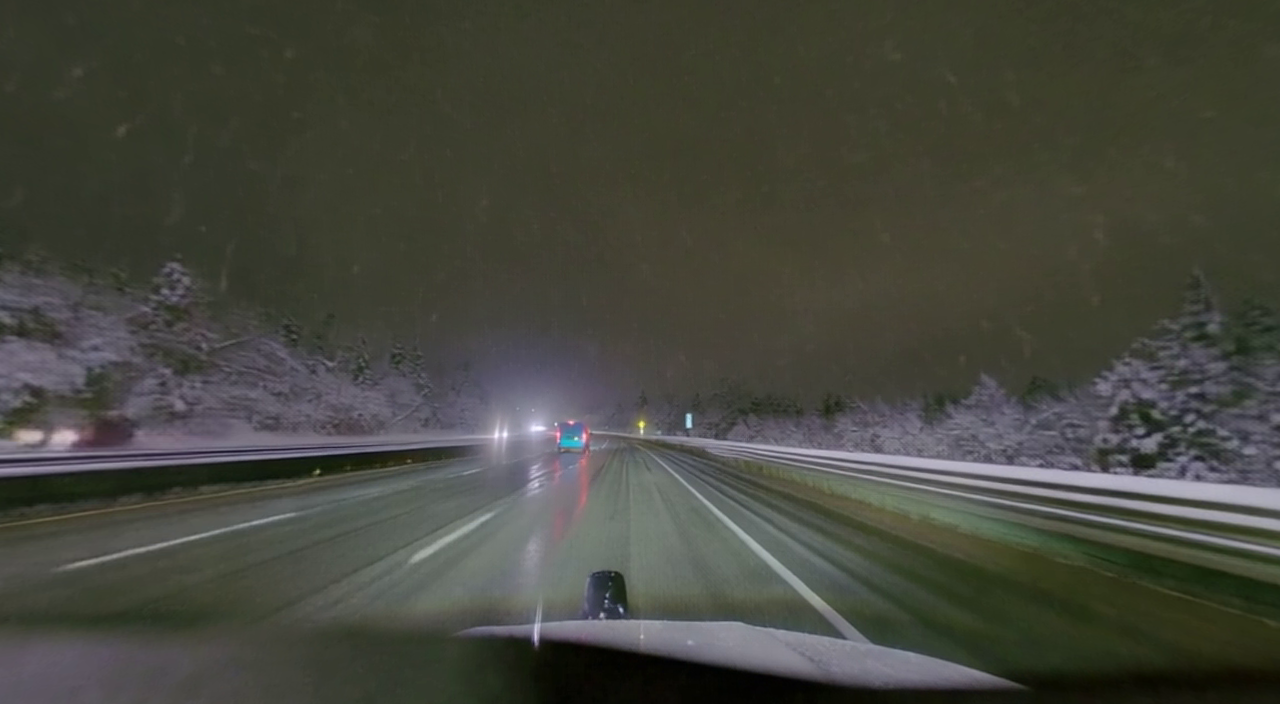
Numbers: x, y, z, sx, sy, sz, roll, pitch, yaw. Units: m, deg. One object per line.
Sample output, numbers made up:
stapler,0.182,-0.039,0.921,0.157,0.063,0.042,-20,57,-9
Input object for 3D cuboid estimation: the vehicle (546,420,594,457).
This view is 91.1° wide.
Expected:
vehicle,-4.190,5.271,38.378,2.309,2.053,4.884,0,-8,1

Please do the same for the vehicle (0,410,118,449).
vehicle,-25.472,3.392,27.250,1.833,1.550,4.500,0,-8,-1
